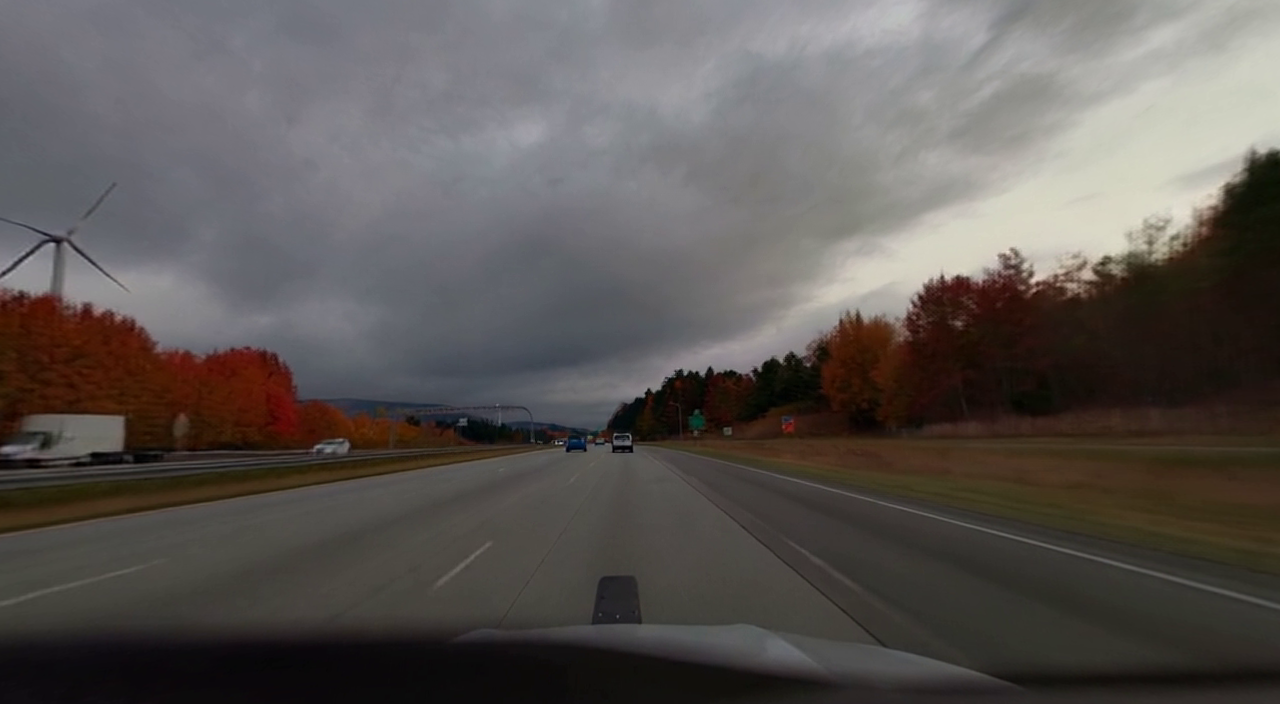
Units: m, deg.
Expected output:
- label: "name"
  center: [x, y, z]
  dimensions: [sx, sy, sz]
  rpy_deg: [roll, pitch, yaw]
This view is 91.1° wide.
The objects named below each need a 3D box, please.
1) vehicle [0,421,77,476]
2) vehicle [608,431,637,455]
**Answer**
- label: "vehicle"
  center: [-42.633, 6.636, 43.634]
  dimensions: [2.964, 3.572, 4.102]
  rpy_deg: [0, -7, 0]
- label: "vehicle"
  center: [-1.359, 7.200, 49.820]
  dimensions: [2.213, 1.774, 4.563]
  rpy_deg: [0, -8, -1]
